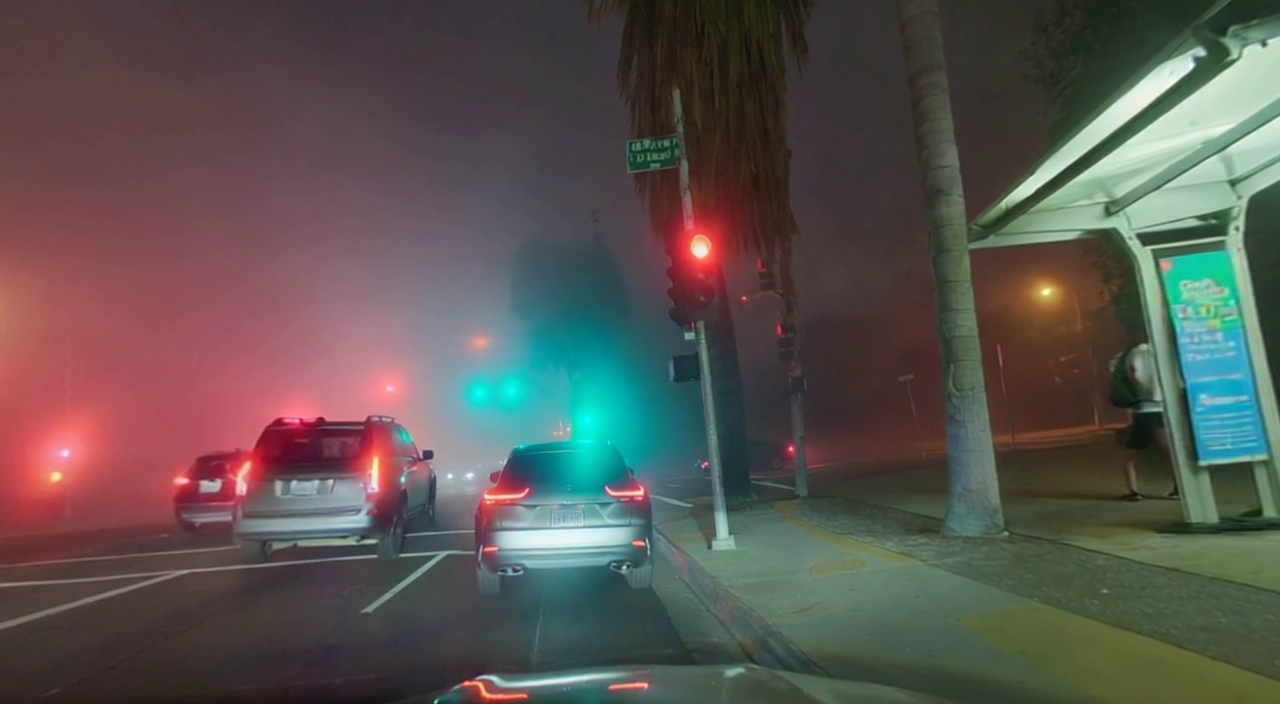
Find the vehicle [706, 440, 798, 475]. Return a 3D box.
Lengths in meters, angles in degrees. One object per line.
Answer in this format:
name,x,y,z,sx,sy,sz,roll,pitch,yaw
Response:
vehicle,5.453,5.148,30.967,3.987,1.636,1.903,2,-8,-14

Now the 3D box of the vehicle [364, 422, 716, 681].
vehicle,-0.867,1.484,5.954,2.065,1.467,4.289,1,-9,-8

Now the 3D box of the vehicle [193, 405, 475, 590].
vehicle,-3.719,1.825,8.826,2.098,1.851,4.571,1,-9,-7
